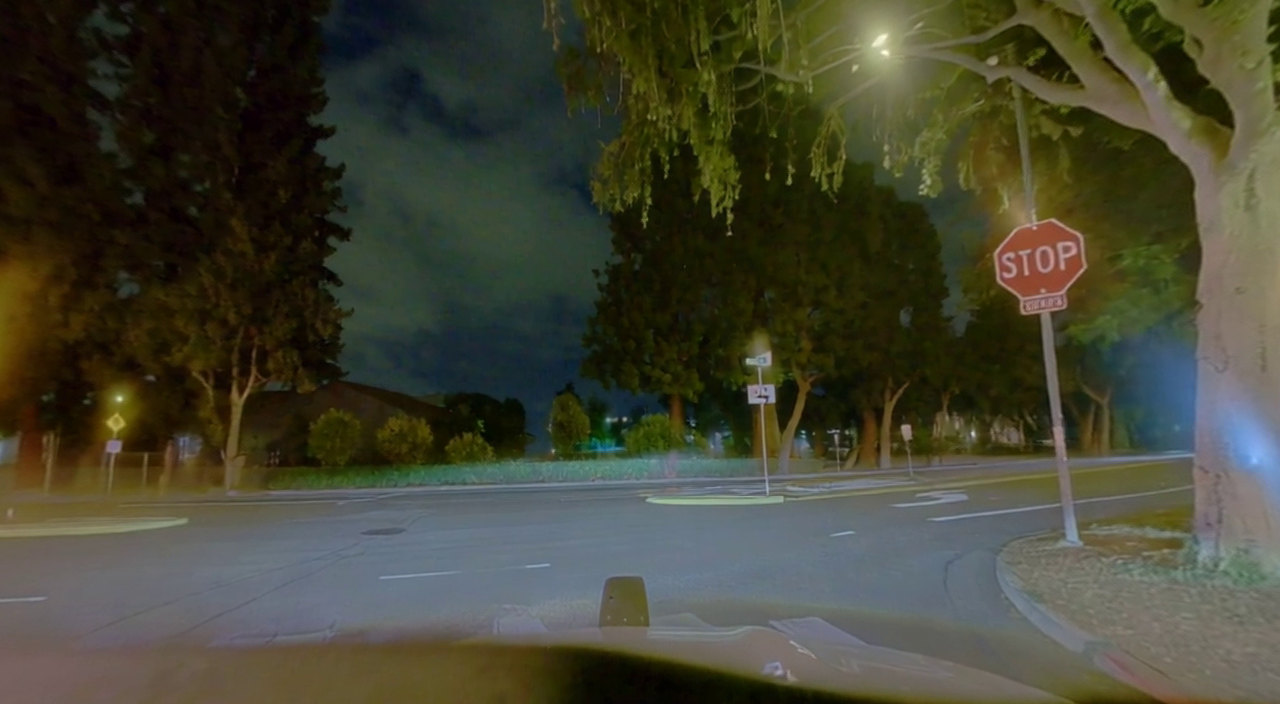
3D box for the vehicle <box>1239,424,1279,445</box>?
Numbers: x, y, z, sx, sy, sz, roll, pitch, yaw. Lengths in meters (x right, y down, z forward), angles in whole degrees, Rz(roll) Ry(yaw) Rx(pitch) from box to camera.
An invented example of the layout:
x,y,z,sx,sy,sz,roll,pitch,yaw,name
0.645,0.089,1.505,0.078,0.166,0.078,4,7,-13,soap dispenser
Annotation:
x,y,z,sx,sy,sz,roll,pitch,yaw,name
45.211,5.977,45.380,4.473,1.474,2.108,6,-10,-37,vehicle
